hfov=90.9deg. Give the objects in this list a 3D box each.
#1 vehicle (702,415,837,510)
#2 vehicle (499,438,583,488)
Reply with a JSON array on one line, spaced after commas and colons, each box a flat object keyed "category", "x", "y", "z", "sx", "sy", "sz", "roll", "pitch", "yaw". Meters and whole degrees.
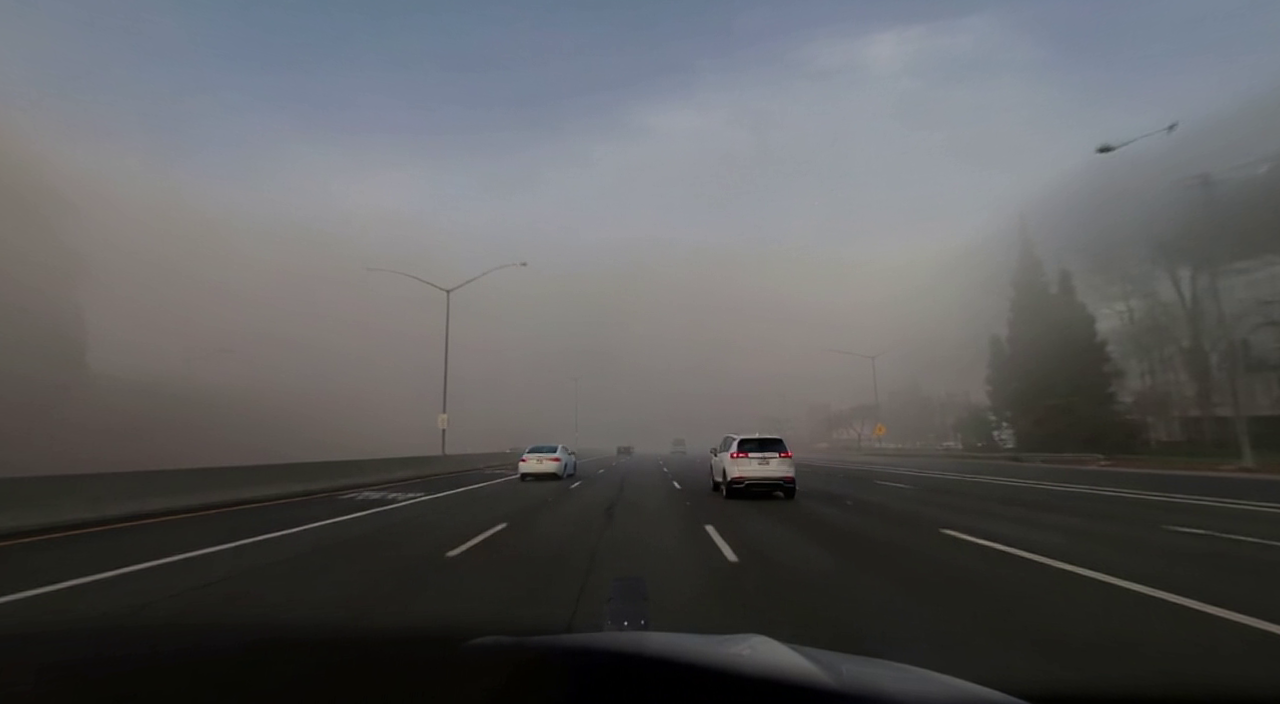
[{"category": "vehicle", "x": 2.833, "y": 2.568, "z": 15.063, "sx": 2.148, "sy": 1.852, "sz": 4.835, "roll": 0, "pitch": -8, "yaw": 0}, {"category": "vehicle", "x": -3.344, "y": 3.870, "z": 22.315, "sx": 2.080, "sy": 1.542, "sz": 4.718, "roll": -1, "pitch": -8, "yaw": 2}]
